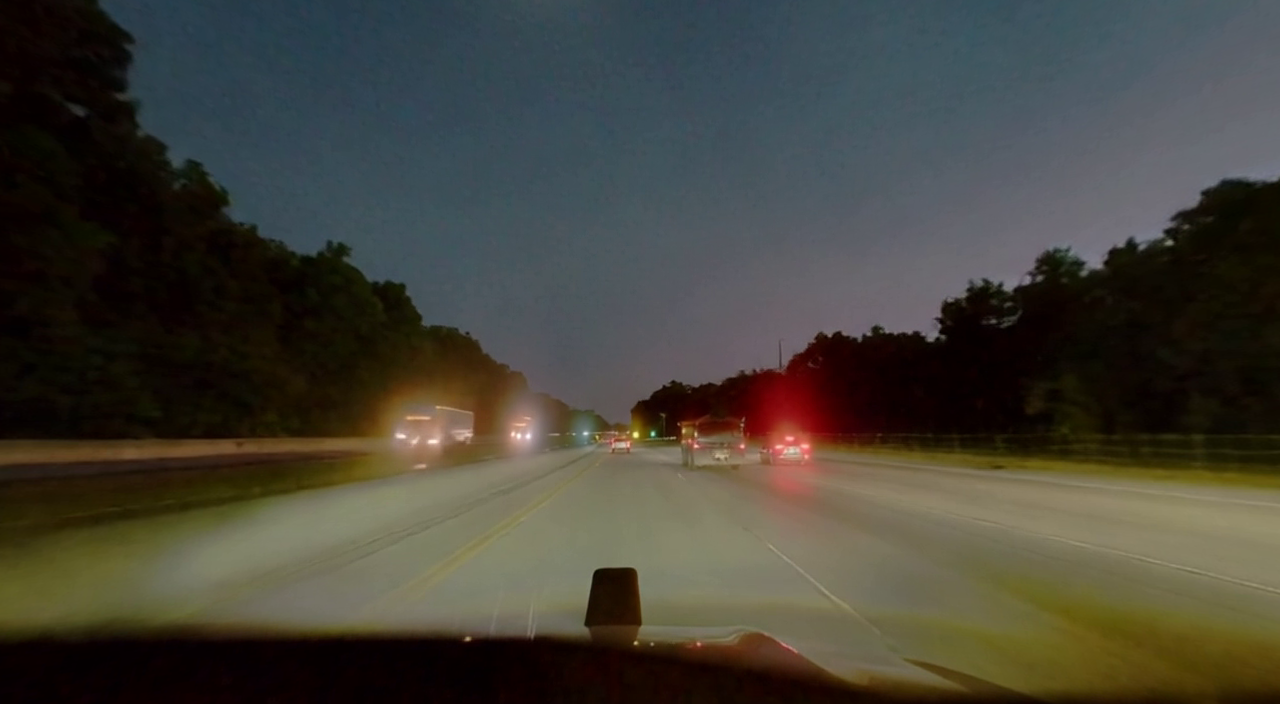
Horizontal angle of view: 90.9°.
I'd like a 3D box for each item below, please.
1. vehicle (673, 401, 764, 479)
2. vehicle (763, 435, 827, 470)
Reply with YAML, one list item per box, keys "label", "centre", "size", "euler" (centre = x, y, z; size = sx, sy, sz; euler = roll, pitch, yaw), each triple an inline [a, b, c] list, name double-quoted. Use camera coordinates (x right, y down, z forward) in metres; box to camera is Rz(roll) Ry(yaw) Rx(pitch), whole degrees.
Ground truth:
- label: "vehicle"
  centre: [2.711, 3.231, 23.384]
  size: [2.436, 2.521, 5.409]
  euler: [0, -8, -2]
- label: "vehicle"
  centre: [6.889, 4.474, 28.388]
  size: [1.821, 1.468, 3.805]
  euler: [0, -8, -2]
